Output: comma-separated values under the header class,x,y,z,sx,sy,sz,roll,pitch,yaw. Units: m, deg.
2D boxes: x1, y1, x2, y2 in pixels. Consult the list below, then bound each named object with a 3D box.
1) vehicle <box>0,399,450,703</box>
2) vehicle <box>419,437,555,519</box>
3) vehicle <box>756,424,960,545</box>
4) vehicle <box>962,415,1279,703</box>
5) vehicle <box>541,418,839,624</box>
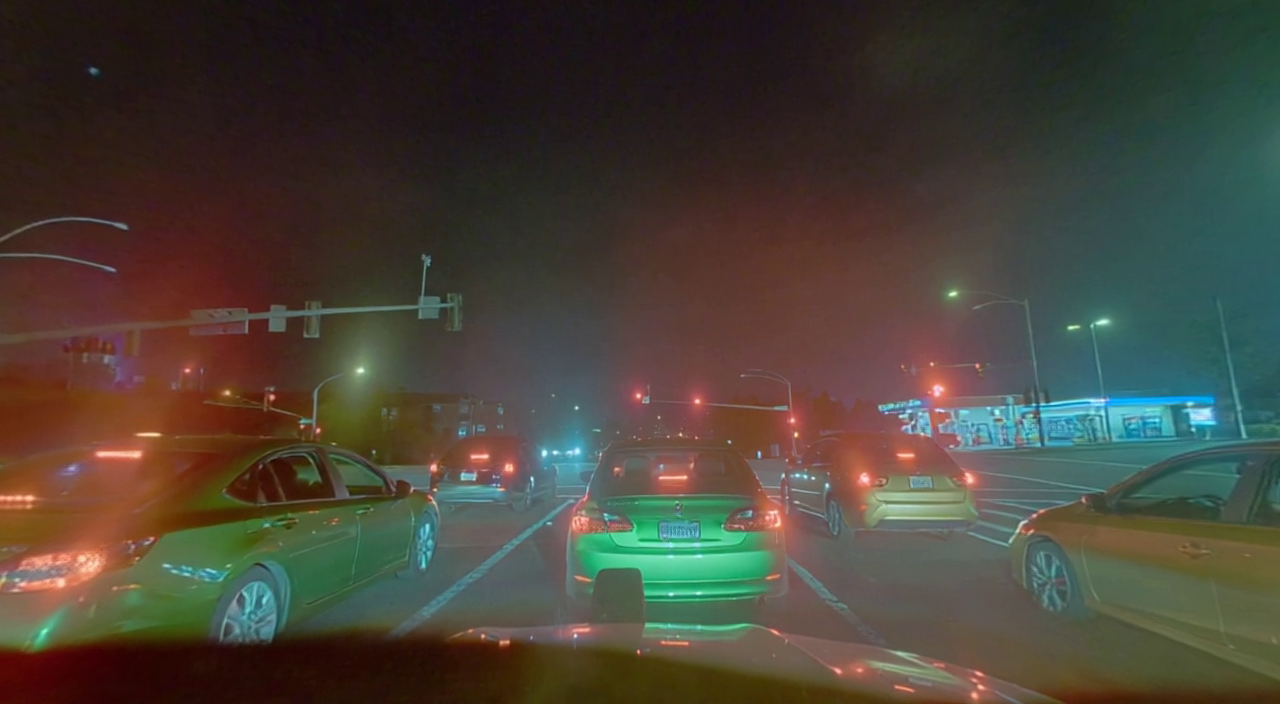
class,x,y,z,sx,sy,sz,roll,pitch,yaw
vehicle,-3.017,1.256,4.594,1.887,1.493,4.255,0,-9,1
vehicle,-3.083,2.635,13.676,1.867,1.474,4.237,0,-9,1
vehicle,3.372,2.125,10.744,1.947,1.630,4.127,0,-9,-1
vehicle,4.166,1.139,3.625,1.950,1.497,4.686,0,-9,-3
vehicle,0.319,1.587,6.924,2.220,1.507,4.317,0,-9,-2
